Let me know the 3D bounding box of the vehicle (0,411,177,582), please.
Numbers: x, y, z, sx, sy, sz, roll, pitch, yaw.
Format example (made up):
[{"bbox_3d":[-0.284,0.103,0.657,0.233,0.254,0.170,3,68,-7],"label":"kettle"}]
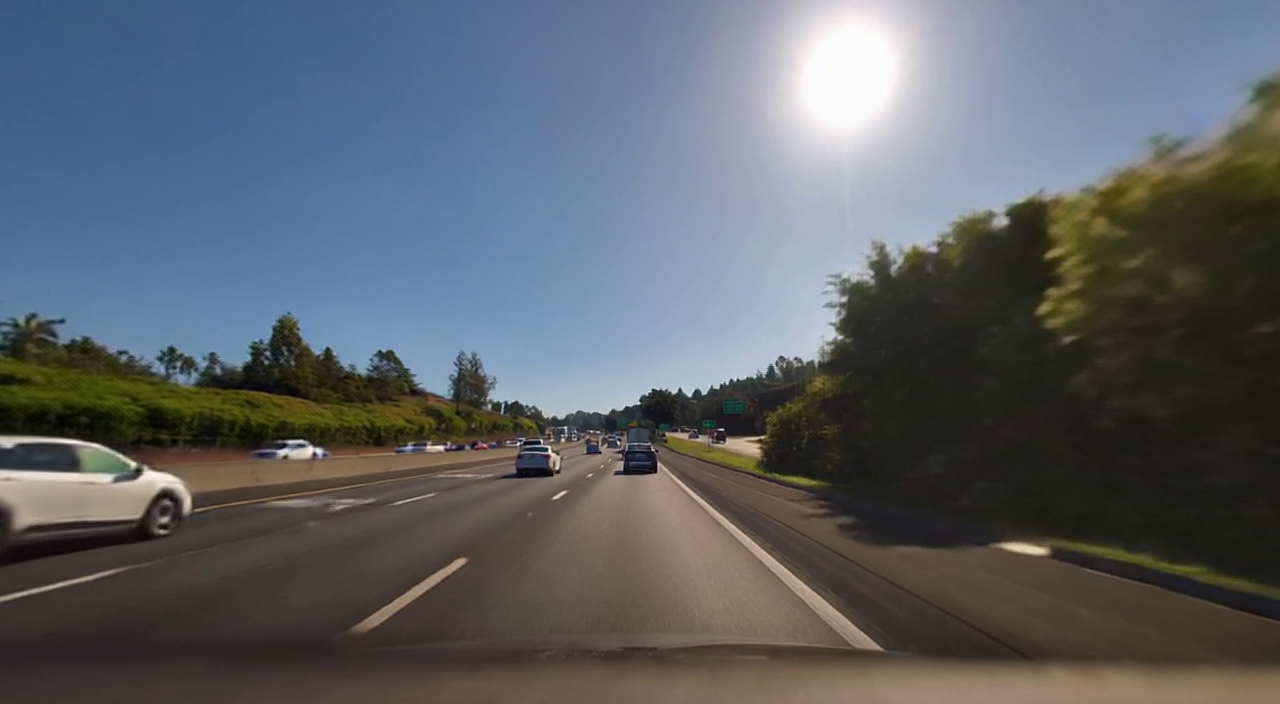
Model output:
[{"bbox_3d":[-7.351,1.403,6.092,2.195,1.652,4.733,0,-8,0],"label":"vehicle"}]

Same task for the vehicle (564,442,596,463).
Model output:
[{"bbox_3d":[-4.644,7.858,49.580,2.084,1.528,4.094,0,-8,0],"label":"vehicle"}]

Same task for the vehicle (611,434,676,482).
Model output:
[{"bbox_3d":[0.094,4.231,25.429,2.378,1.750,4.355,0,-8,-1],"label":"vehicle"}]

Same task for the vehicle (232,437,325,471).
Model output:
[{"bbox_3d":[-21.826,6.190,38.523,2.238,1.895,5.840,0,-8,0],"label":"vehicle"}]

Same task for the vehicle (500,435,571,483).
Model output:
[{"bbox_3d":[-4.044,4.222,25.132,2.044,1.717,4.421,0,-8,0],"label":"vehicle"}]
